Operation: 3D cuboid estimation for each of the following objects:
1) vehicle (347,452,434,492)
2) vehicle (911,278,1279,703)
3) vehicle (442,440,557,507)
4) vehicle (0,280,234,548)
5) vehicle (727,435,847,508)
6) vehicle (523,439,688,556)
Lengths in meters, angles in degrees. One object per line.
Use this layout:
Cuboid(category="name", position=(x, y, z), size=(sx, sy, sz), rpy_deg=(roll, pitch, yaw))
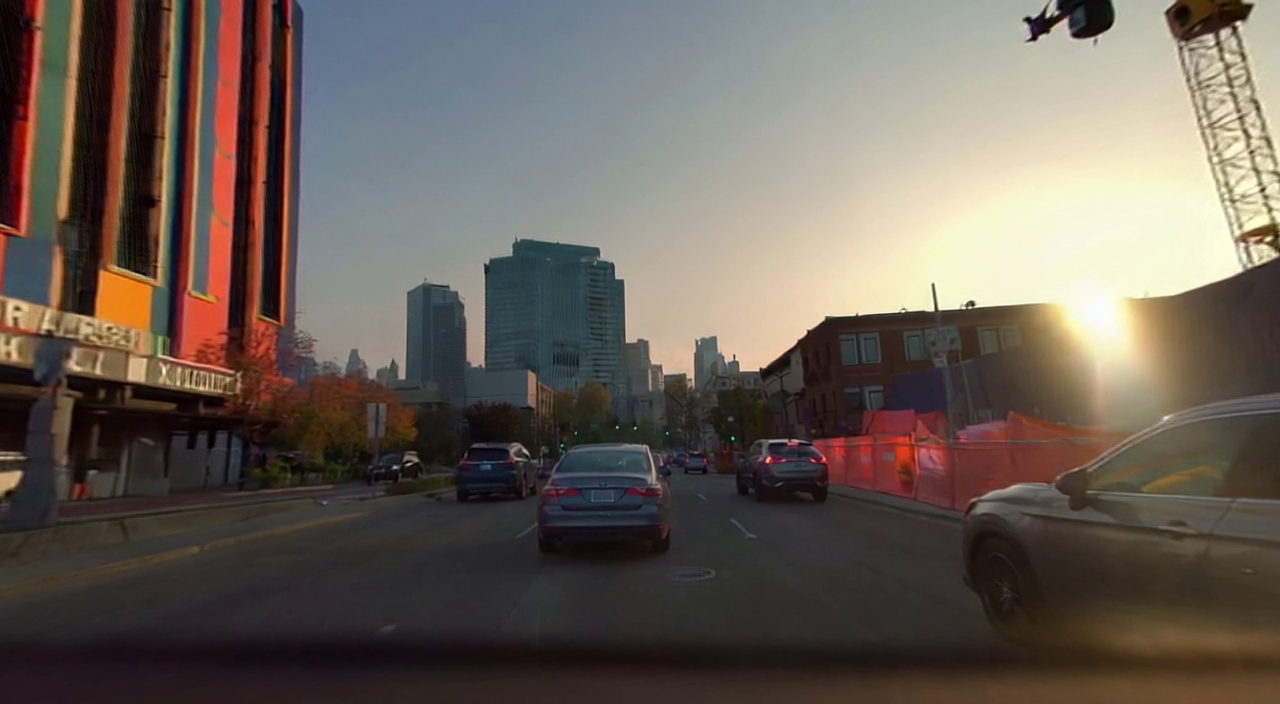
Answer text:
Cuboid(category="vehicle", position=(-12.422, 5.994, 31.883), size=(2.136, 1.764, 4.855), rpy_deg=(-1, -8, 4))
Cuboid(category="vehicle", position=(3.467, 0.789, 2.848), size=(2.182, 1.954, 5.341), rpy_deg=(0, -8, 1))
Cuboid(category="vehicle", position=(-3.907, 3.453, 18.489), size=(2.201, 1.691, 4.305), rpy_deg=(-1, -8, 3))
Cuboid(category="vehicle", position=(-9.111, 1.071, 10.158), size=(2.592, 3.548, 3.414), rpy_deg=(-2, -9, 4))
Cuboid(category="vehicle", position=(3.992, 3.321, 18.147), size=(2.185, 1.797, 4.934), rpy_deg=(0, -8, -1))
Cuboid(category="vehicle", position=(-0.399, 2.200, 10.328), size=(2.131, 1.496, 4.193), rpy_deg=(0, -8, 1))
